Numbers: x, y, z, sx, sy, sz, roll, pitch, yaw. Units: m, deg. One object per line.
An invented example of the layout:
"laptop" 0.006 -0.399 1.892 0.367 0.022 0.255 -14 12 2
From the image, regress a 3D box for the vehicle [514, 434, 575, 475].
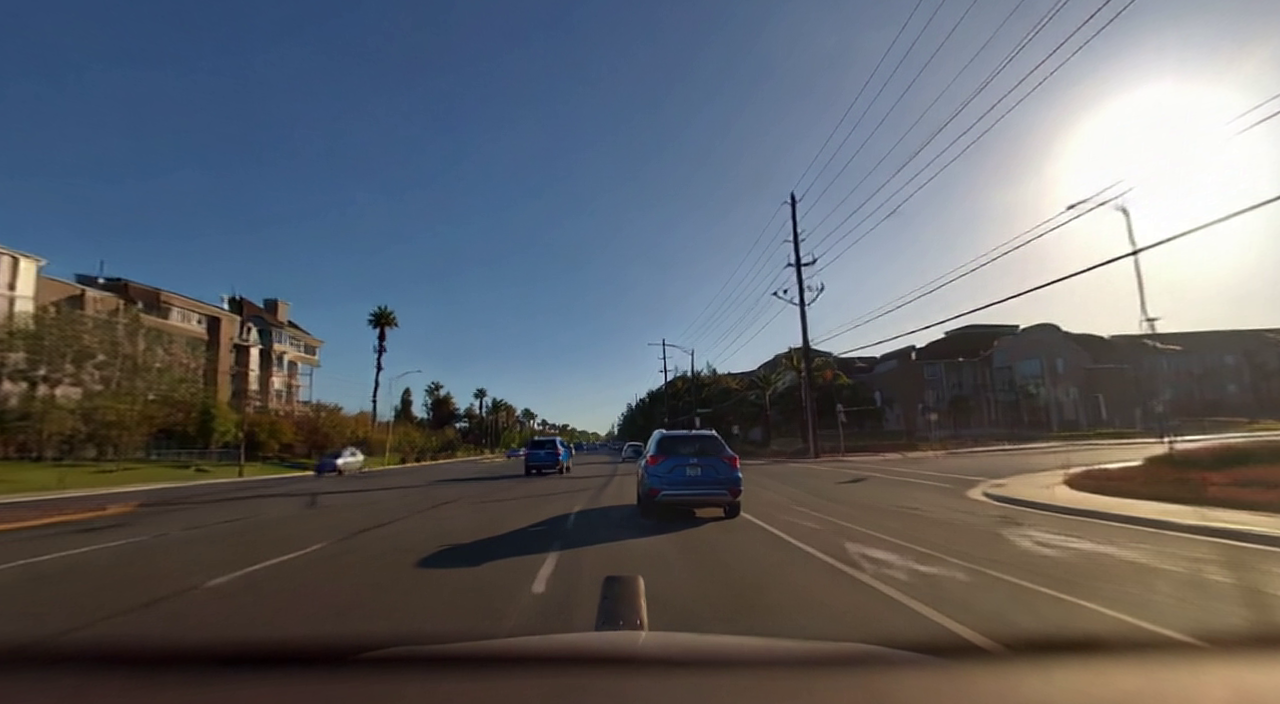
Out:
"vehicle" -4.468 4.898 30.260 2.169 1.796 4.821 0 -9 0

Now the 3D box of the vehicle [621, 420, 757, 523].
"vehicle" 0.766 2.323 12.714 2.198 1.706 4.166 0 -9 -3

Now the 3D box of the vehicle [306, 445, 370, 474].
"vehicle" -19.980 7.093 41.919 2.054 1.765 4.700 0 -9 -2
